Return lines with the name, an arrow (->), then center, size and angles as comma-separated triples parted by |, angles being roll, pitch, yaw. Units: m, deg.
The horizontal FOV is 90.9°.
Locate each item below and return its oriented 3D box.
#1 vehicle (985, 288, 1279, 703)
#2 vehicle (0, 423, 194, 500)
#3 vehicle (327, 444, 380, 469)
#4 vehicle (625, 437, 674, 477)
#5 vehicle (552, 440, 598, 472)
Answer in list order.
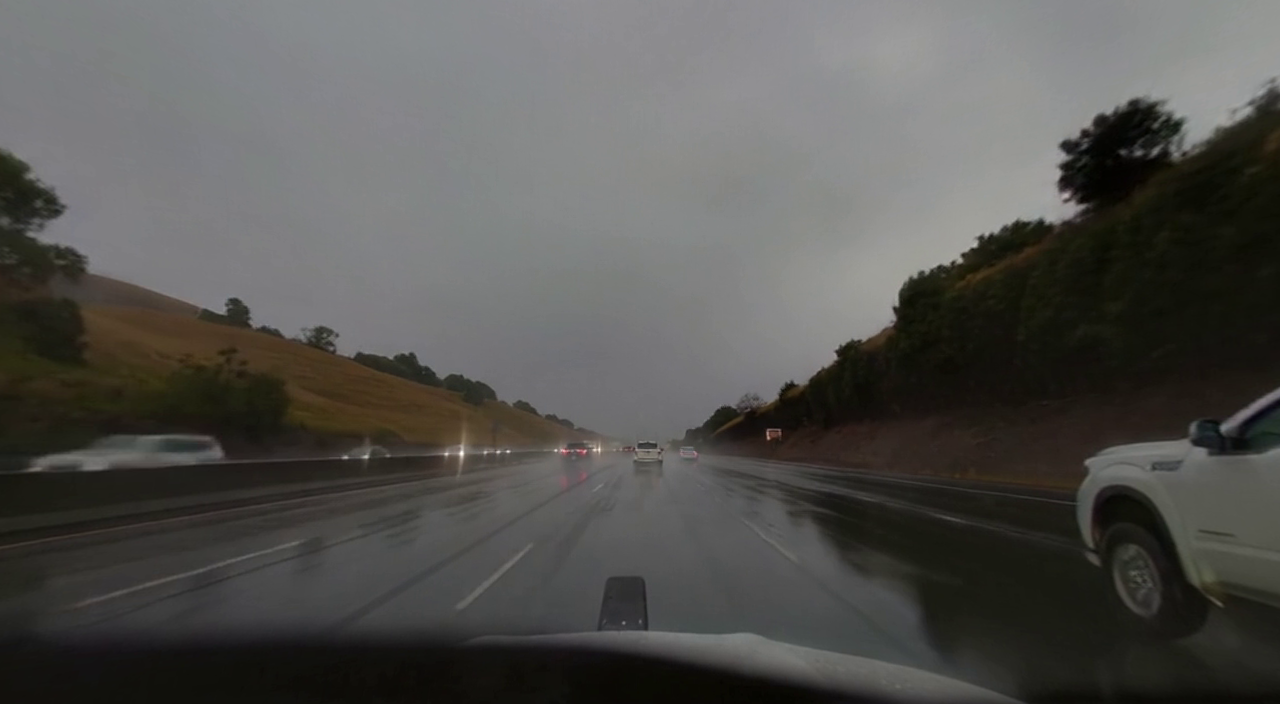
vehicle -> 4.203, 0.623, 2.200 | 2.700, 1.980, 5.866 | 0, -8, 1
vehicle -> -12.596, 2.457, 14.458 | 1.817, 1.525, 3.880 | 0, -8, 1
vehicle -> -16.132, 5.874, 35.631 | 1.436, 1.354, 3.176 | 0, -9, 1
vehicle -> 0.424, 4.818, 29.068 | 2.086, 1.685, 4.206 | 0, -8, 0
vehicle -> -3.634, 5.862, 35.753 | 2.076, 1.690, 4.113 | 0, -8, 1
